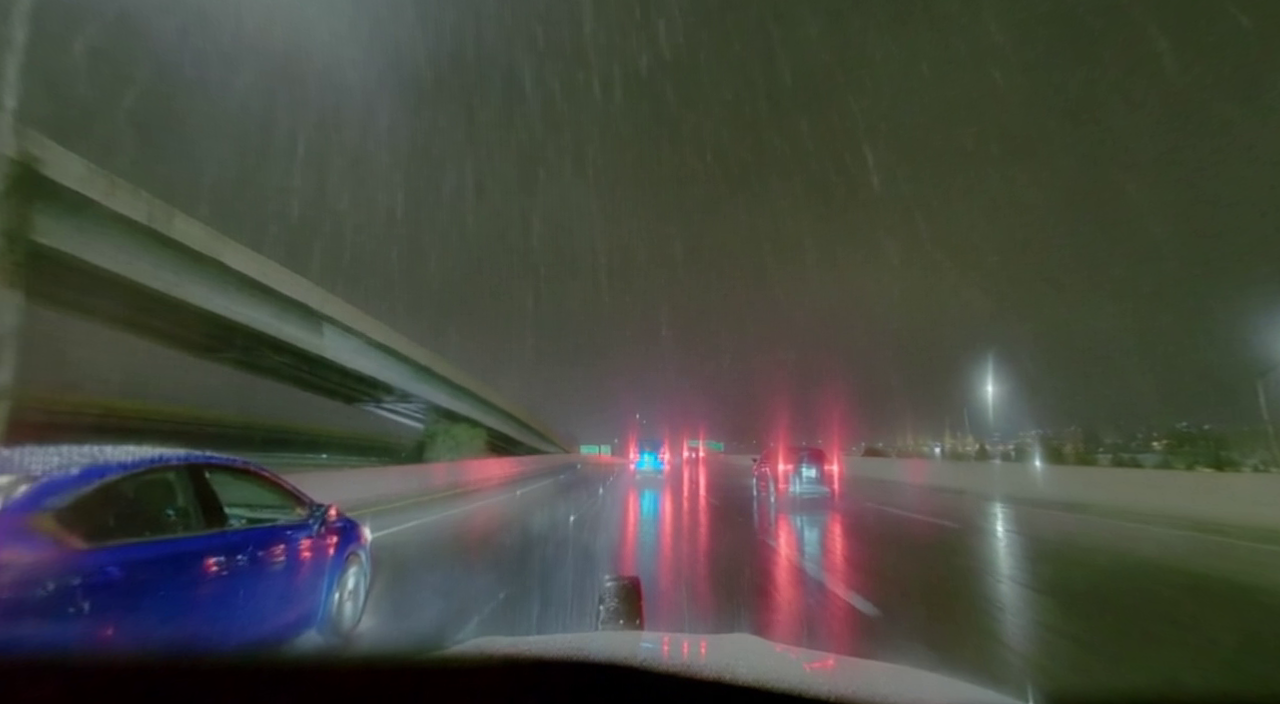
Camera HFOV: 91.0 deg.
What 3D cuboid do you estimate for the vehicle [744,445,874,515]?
[{"bbox_3d":[4.021,3.096,15.747,2.047,1.500,4.017,0,-9,-1],"label":"vehicle"}]

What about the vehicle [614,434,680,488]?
[{"bbox_3d":[0.226,4.067,23.809,2.264,1.841,4.583,0,-9,0],"label":"vehicle"}]

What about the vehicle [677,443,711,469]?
[{"bbox_3d":[3.680,7.162,43.573,2.047,1.700,4.069,0,-9,0],"label":"vehicle"}]
